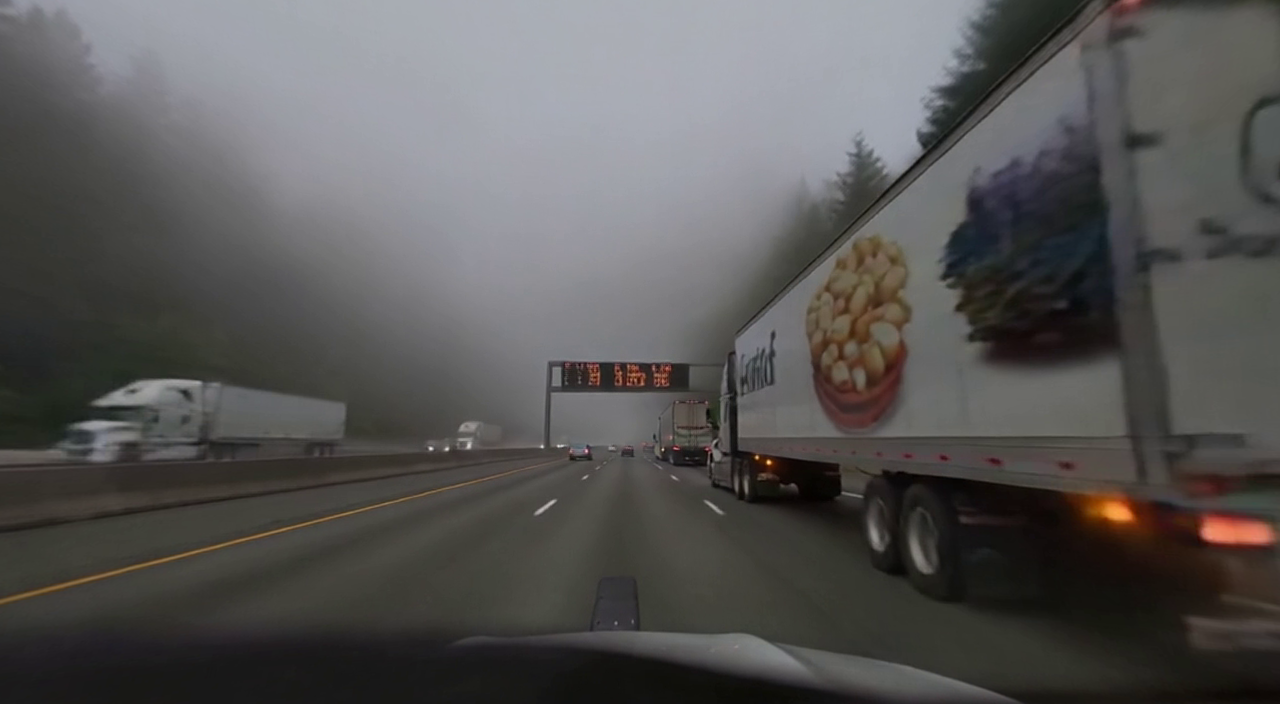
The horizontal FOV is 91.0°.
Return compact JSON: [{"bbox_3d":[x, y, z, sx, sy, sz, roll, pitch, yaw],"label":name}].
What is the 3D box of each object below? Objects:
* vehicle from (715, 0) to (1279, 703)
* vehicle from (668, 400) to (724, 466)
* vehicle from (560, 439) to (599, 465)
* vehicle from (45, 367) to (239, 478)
[{"bbox_3d":[3.669,0.621,9.550,3.116,3.992,13.748,0,-8,-1],"label":"vehicle"},{"bbox_3d":[3.679,5.758,43.715,3.085,4.062,8.965,0,-9,0],"label":"vehicle"},{"bbox_3d":[-3.938,6.631,41.874,2.206,1.644,4.027,0,-8,0],"label":"vehicle"},{"bbox_3d":[-20.358,3.036,26.337,3.025,4.066,6.003,0,-8,-1],"label":"vehicle"}]
